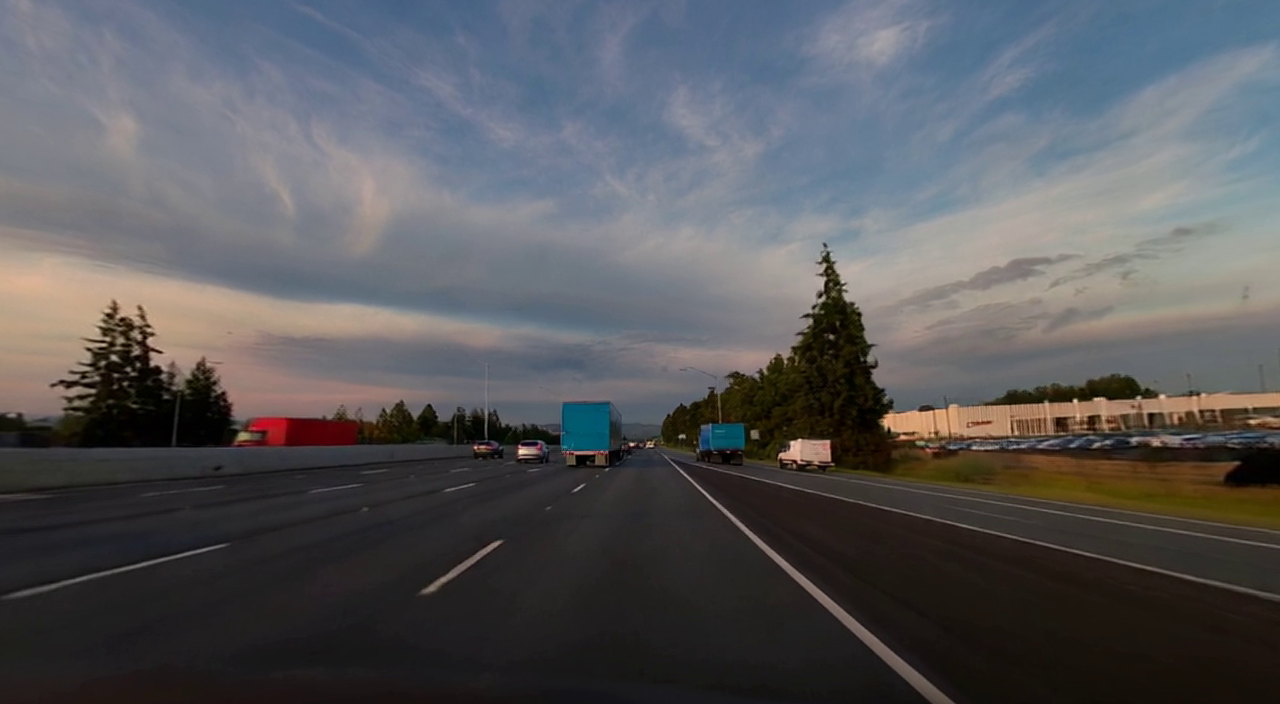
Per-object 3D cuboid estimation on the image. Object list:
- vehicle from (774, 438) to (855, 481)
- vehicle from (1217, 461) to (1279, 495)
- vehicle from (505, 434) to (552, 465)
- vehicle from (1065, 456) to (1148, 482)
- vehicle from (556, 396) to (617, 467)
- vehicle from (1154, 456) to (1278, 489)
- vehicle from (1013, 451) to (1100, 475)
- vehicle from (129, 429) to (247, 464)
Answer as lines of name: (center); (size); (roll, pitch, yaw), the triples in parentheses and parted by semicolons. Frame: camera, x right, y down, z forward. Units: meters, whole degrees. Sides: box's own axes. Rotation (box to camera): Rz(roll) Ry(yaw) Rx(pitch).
vehicle: (7.497, 4.653, 27.626); (2.083, 1.706, 4.129); (0, -8, -4)
vehicle: (28.148, 5.517, 27.787); (3.680, 1.349, 1.826); (0, -8, -4)
vehicle: (-6.905, 6.123, 39.659); (2.058, 1.840, 4.443); (0, -8, 1)
vehicle: (28.042, 7.023, 37.949); (3.637, 1.360, 1.728); (-1, -8, -4)
vehicle: (-3.302, 5.498, 42.734); (2.905, 4.037, 12.921); (0, -8, 1)
vehicle: (28.204, 5.875, 30.933); (4.526, 1.446, 1.814); (1, -8, -6)
vehicle: (27.343, 7.260, 41.441); (4.388, 1.500, 1.913); (0, -8, -4)
vehicle: (-29.611, 6.260, 41.751); (2.711, 2.115, 6.705); (-1, -8, 2)
